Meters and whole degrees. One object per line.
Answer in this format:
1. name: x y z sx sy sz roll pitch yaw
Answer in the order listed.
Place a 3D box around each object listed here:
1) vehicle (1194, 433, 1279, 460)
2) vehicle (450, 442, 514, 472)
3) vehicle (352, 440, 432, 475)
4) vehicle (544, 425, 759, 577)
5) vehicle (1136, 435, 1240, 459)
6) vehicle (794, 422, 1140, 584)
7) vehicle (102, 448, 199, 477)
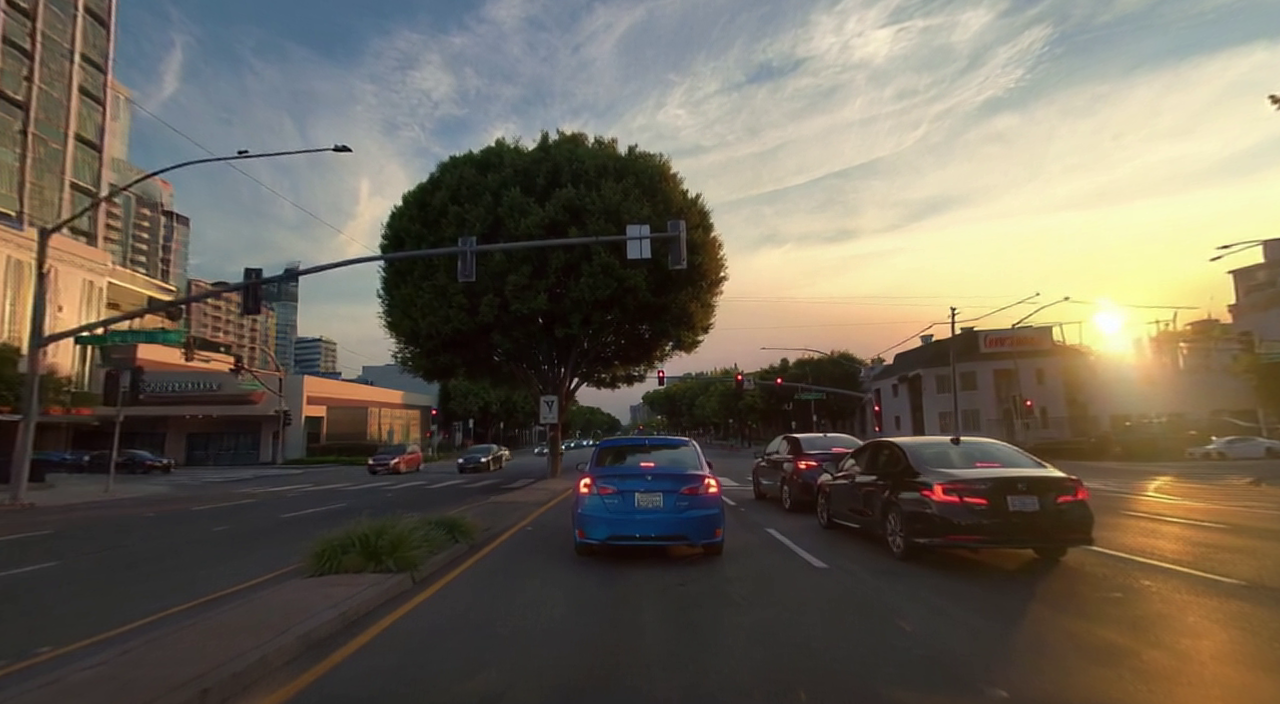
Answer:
1. vehicle: 35.211 5.486 36.648 4.190 1.535 1.998 0 -9 -1
2. vehicle: -8.249 5.524 33.393 2.090 1.475 4.616 0 -9 1
3. vehicle: -12.640 5.418 32.552 2.166 1.659 4.654 0 -9 1
4. vehicle: 0.089 1.759 8.216 2.087 1.468 4.014 0 -9 -1
5. vehicle: 34.637 6.044 40.040 4.616 1.476 2.165 0 -9 -2
6. vehicle: 3.612 1.757 8.217 2.018 1.491 4.544 0 -9 -1
7. vehicle: -26.677 6.030 34.521 3.657 1.528 1.783 1 -9 -3
